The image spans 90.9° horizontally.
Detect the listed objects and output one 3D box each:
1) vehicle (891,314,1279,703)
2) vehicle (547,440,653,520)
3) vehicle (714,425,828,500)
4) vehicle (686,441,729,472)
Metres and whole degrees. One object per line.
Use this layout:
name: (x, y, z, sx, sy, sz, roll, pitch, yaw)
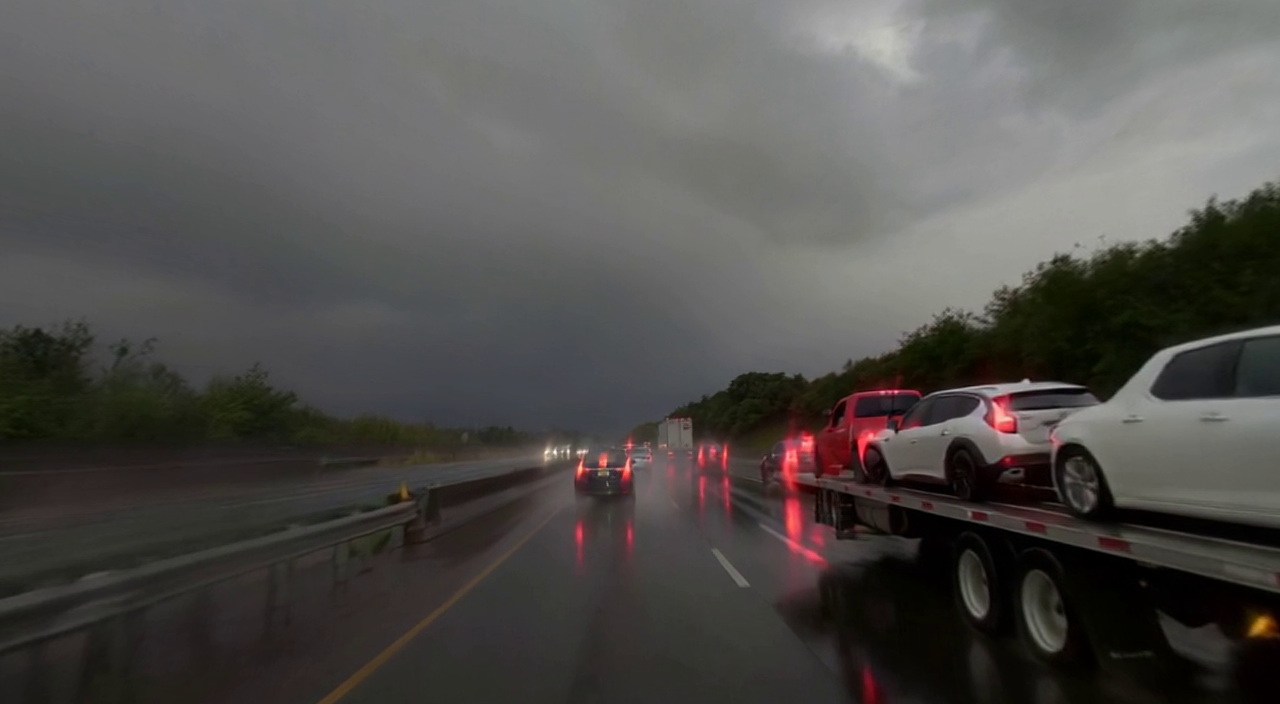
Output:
vehicle: (3.448, 0.973, 3.837, 1.959, 1.783, 4.407, 0, -9, 0)
vehicle: (-0.734, 2.693, 13.674, 1.991, 1.466, 3.675, 0, -9, 0)
vehicle: (3.536, 3.097, 17.902, 2.303, 1.889, 3.920, 0, -9, -1)
vehicle: (3.768, 5.969, 36.008, 1.938, 1.660, 4.223, 0, -9, -1)
